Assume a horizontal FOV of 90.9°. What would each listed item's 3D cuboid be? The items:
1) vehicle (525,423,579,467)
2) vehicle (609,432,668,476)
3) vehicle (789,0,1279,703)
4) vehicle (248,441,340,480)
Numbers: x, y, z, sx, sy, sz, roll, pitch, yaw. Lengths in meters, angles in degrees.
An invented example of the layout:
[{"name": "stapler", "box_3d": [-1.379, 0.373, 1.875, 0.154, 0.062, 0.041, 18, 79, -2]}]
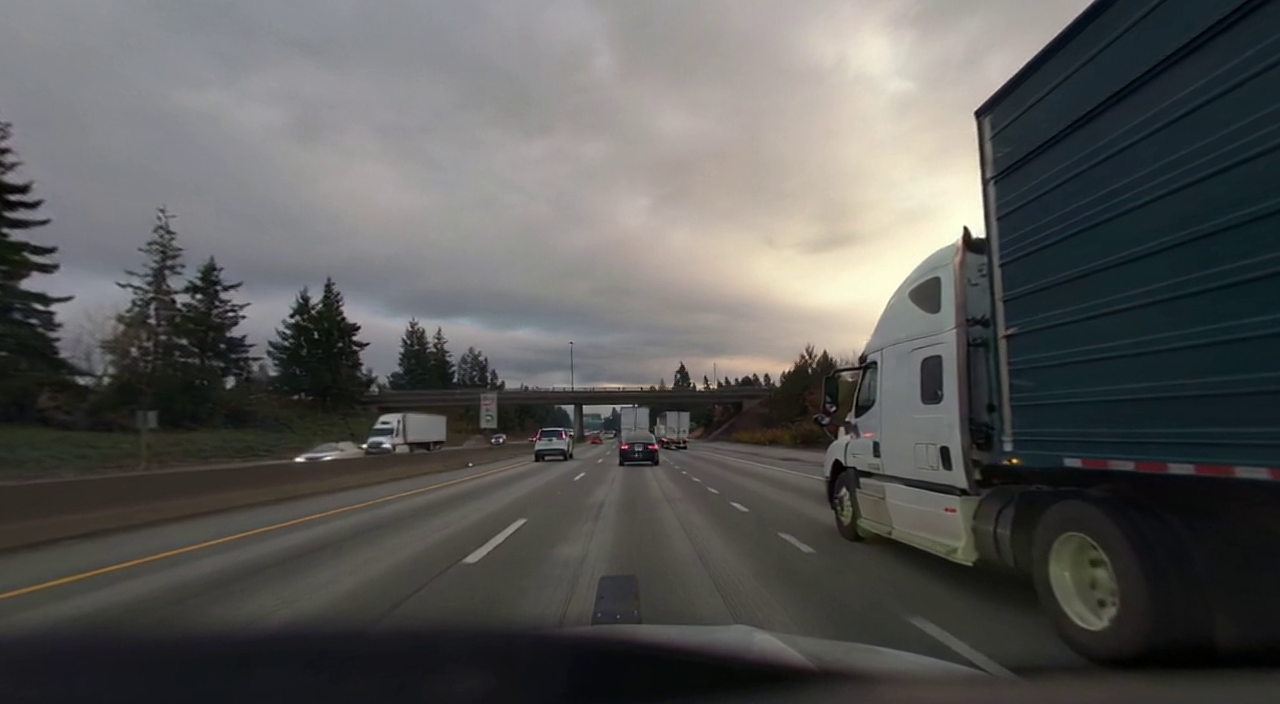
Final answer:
[{"name": "vehicle", "box_3d": [-4.277, 4.602, 31.330, 2.013, 1.961, 4.692, 0, -8, 0]}, {"name": "vehicle", "box_3d": [-0.082, 3.825, 23.900, 2.059, 1.522, 3.693, 0, -8, -1]}, {"name": "vehicle", "box_3d": [3.652, 0.233, 5.110, 2.783, 3.483, 7.836, 0, -8, -1]}, {"name": "vehicle", "box_3d": [-16.374, 5.126, 30.119, 1.938, 1.653, 4.297, 0, -8, 0]}]
